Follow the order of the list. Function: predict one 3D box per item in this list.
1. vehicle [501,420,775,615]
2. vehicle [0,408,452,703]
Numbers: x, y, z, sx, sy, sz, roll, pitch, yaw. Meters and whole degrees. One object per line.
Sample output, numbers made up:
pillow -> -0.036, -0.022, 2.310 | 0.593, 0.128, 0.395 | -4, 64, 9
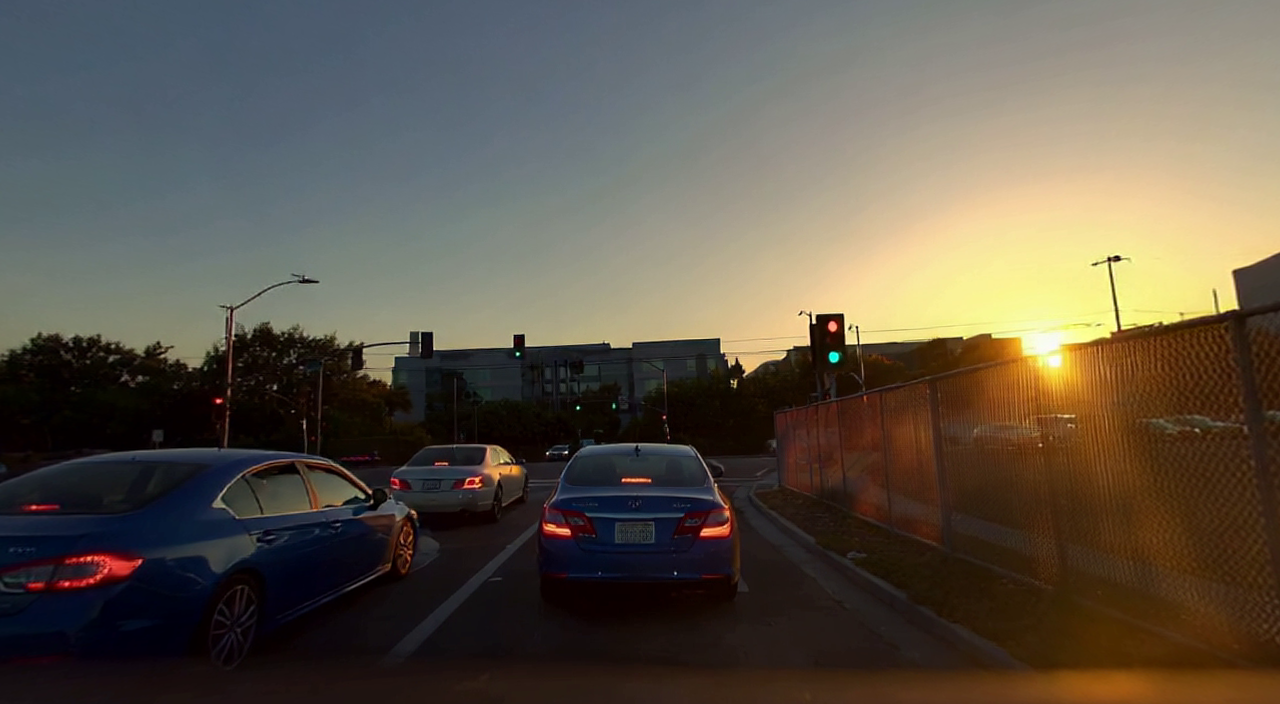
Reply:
vehicle -> -0.013, 1.602, 7.014 | 2.144, 1.514, 4.063 | 0, -9, 0
vehicle -> -3.208, 1.322, 4.879 | 1.971, 1.488, 4.581 | 0, -9, 1
